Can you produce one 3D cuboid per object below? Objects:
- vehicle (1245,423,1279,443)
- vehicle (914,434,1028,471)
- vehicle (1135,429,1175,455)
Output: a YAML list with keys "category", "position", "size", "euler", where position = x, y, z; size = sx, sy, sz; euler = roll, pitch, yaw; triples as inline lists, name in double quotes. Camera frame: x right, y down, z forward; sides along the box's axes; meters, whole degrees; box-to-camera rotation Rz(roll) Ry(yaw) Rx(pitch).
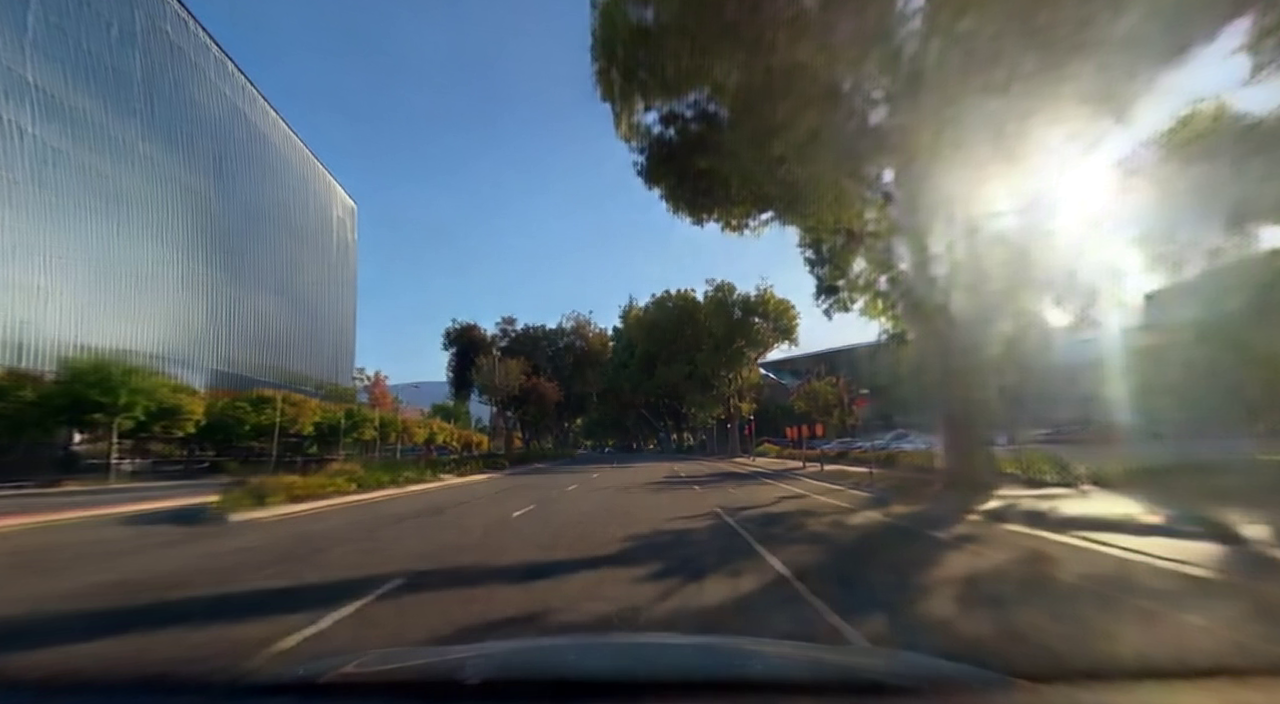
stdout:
- category: "vehicle"
  position: [46.985, 6.042, 47.189]
  size: [1.995, 1.371, 4.006]
  euler: [-8, -9, 39]
- category: "vehicle"
  position: [15.745, 4.788, 30.162]
  size: [4.198, 1.552, 2.087]
  euler: [-2, -8, 0]
- category: "vehicle"
  position: [35.246, 6.156, 43.121]
  size: [1.924, 1.636, 4.297]
  euler: [-5, -10, 40]
